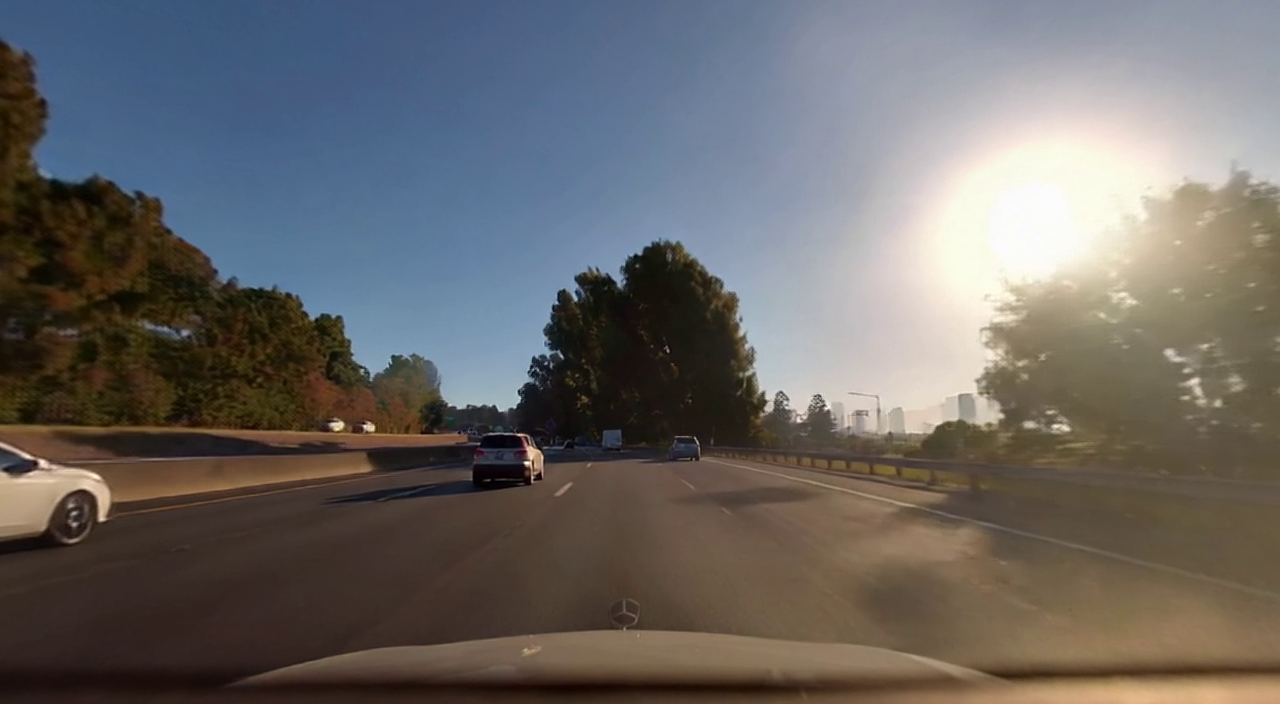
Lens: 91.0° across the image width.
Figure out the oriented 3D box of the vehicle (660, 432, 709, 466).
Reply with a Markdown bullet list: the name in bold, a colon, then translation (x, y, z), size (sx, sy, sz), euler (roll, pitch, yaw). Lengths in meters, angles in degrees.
- **vehicle**: translation (2.294, 5.146, 33.566), size (2.053, 1.698, 4.097), euler (1, -8, -3)

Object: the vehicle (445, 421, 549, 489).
- **vehicle**: translation (-3.920, 2.918, 18.078), size (2.002, 1.680, 4.301), euler (0, -8, -1)

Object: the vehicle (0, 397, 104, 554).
- **vehicle**: translation (-8.085, 1.184, 5.758), size (2.237, 1.703, 4.681), euler (0, -8, -1)
